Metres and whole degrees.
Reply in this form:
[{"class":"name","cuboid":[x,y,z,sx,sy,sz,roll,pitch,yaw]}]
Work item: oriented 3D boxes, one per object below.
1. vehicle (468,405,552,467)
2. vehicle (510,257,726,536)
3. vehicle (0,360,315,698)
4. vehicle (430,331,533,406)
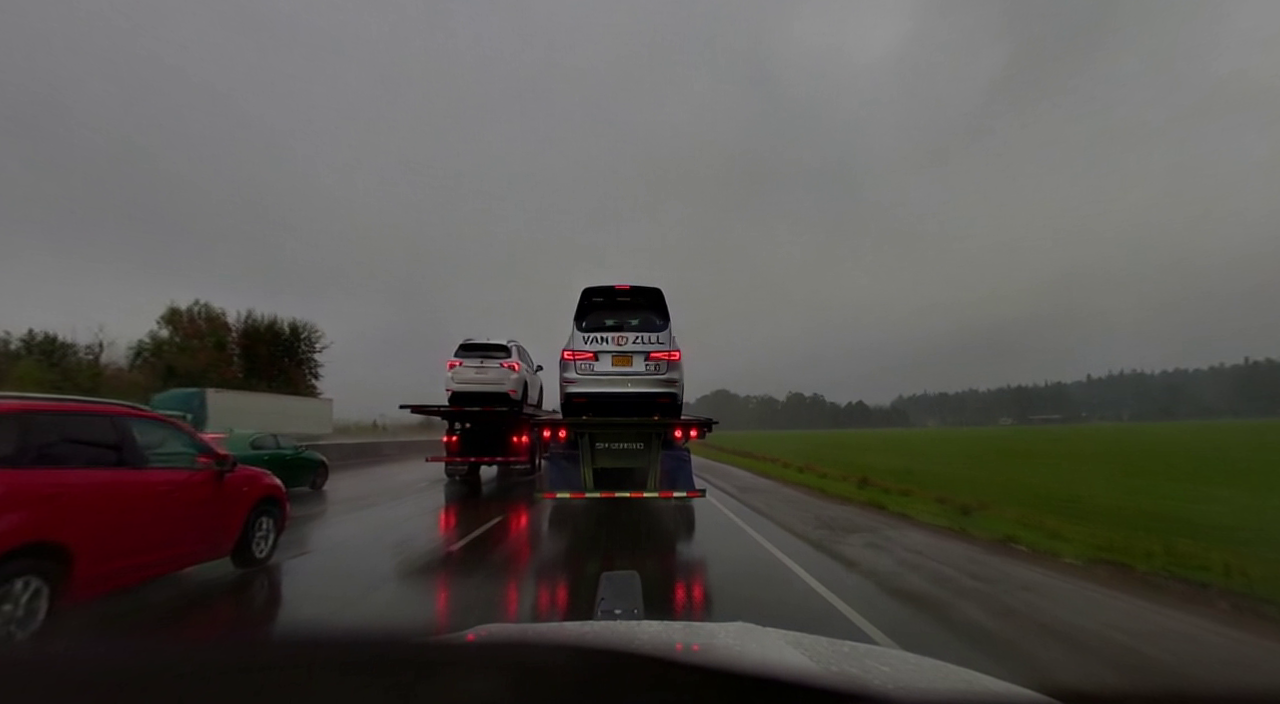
[{"class":"vehicle","cuboid":[-4.706,3.086,23.443,2.258,1.970,4.402,-2,-7,-2]},{"class":"vehicle","cuboid":[-0.448,1.131,12.819,2.738,3.628,9.223,0,-7,-2]},{"class":"vehicle","cuboid":[-4.186,1.012,4.115,1.914,1.675,4.331,0,-7,-2]},{"class":"vehicle","cuboid":[-4.641,0.629,19.234,2.118,1.799,4.591,0,-7,-2]}]
